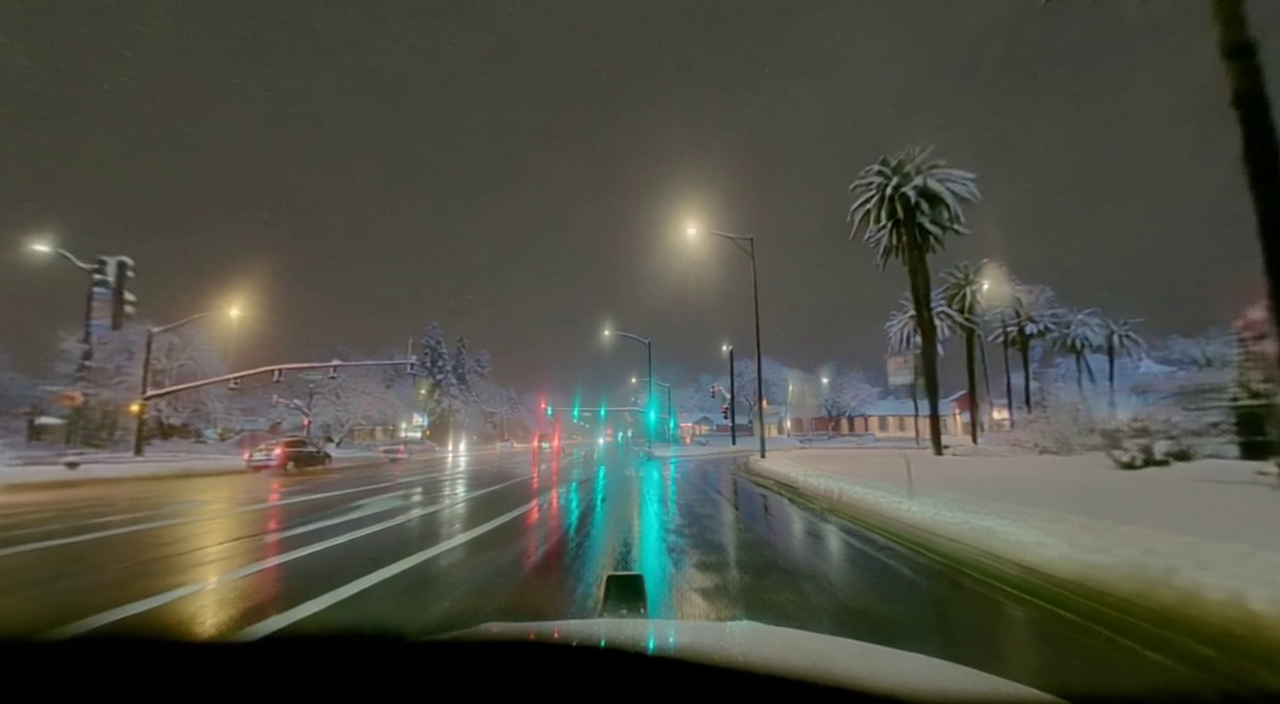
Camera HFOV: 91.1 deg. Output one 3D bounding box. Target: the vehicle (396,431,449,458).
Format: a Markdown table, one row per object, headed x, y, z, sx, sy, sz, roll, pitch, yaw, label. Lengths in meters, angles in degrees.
| x | y | z | sx | sy | sz | roll | pitch | yaw | label |
| --- | --- | --- | --- | --- | --- | --- | --- | --- | --- |
| -15.226 | 6.525 | 44.237 | 2.156 | 1.742 | 4.264 | 0 | -8 | 0 | vehicle |

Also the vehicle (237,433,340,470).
| x | y | z | sx | sy | sz | roll | pitch | yaw | label |
| --- | --- | --- | --- | --- | --- | --- | --- | --- | --- |
| -15.249 | 4.338 | 27.557 | 1.916 | 1.481 | 4.430 | 0 | -8 | 1 | vehicle |

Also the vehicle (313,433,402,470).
| x | y | z | sx | sy | sz | roll | pitch | yaw | label |
| --- | --- | --- | --- | --- | --- | --- | --- | --- | --- |
| -12.243 | 4.355 | 27.558 | 1.900 | 1.462 | 4.225 | 0 | -8 | 0 | vehicle |

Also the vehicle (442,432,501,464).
| x | y | z | sx | sy | sz | roll | pitch | yaw | label |
| --- | --- | --- | --- | --- | --- | --- | --- | --- | --- |
| -8.896 | 5.122 | 33.465 | 1.977 | 1.584 | 3.983 | 0 | -8 | 0 | vehicle |

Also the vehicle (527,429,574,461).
| x | y | z | sx | sy | sz | roll | pitch | yaw | label |
| --- | --- | --- | --- | --- | --- | --- | --- | --- | --- |
| -5.320 | 5.653 | 38.064 | 2.114 | 1.784 | 4.450 | 0 | -8 | 1 | vehicle |
